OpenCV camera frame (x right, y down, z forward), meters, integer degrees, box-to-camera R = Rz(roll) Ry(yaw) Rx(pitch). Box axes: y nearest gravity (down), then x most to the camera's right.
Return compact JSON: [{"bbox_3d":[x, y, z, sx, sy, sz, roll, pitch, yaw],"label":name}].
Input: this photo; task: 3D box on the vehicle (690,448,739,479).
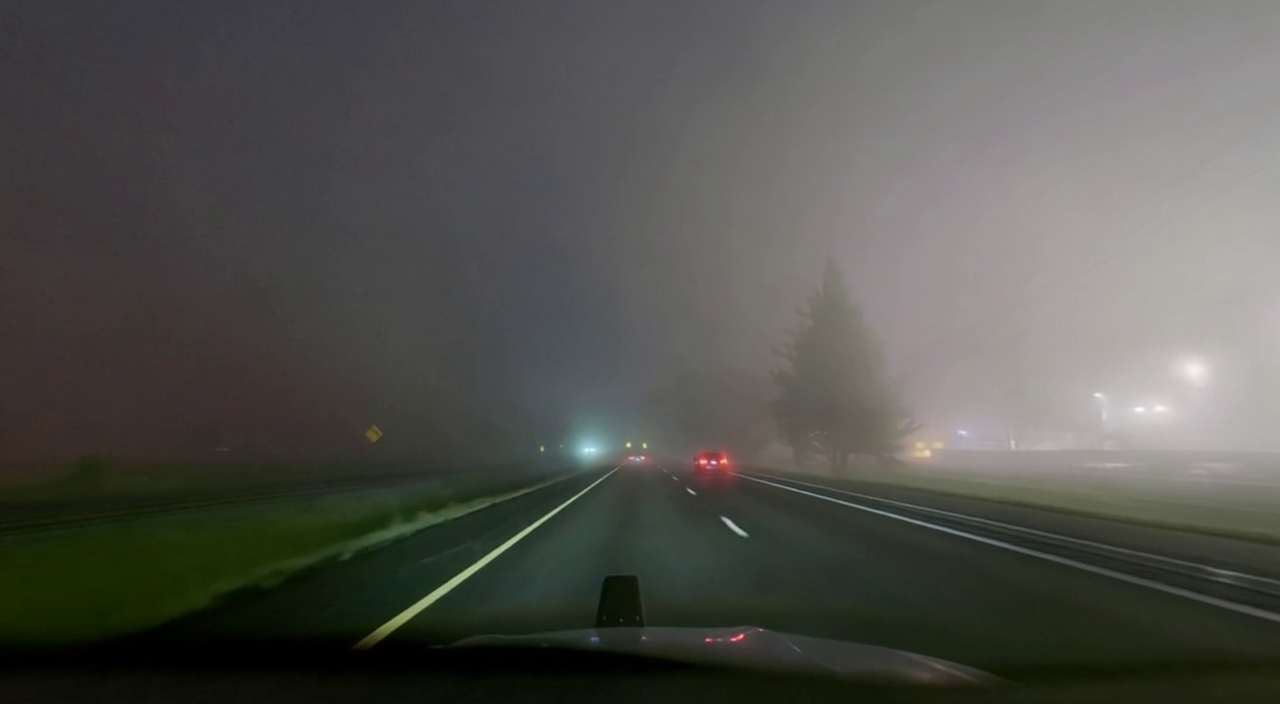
[{"bbox_3d":[3.906,5.925,33.783,2.115,1.522,4.330,0,-9,0],"label":"vehicle"}]
